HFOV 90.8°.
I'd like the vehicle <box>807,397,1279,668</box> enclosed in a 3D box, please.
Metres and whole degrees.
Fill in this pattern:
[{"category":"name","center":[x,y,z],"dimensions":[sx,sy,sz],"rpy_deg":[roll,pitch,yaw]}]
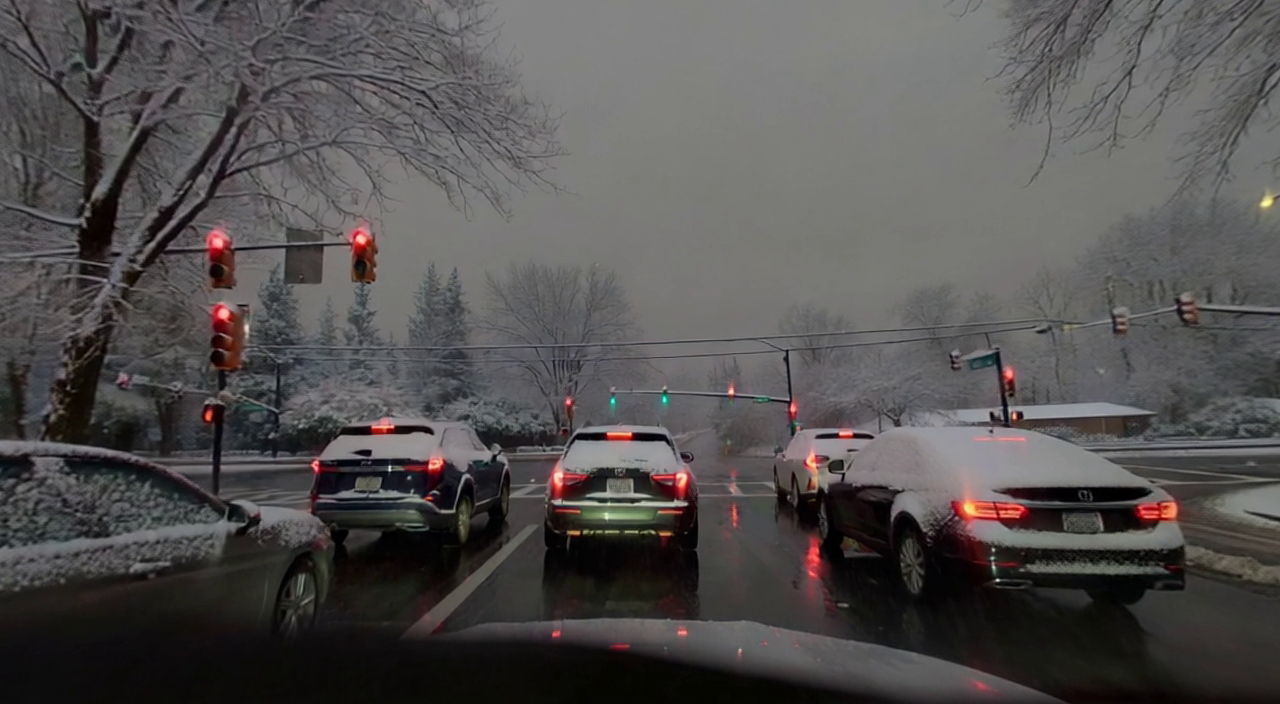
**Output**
[{"category":"vehicle","center":[3.247,1.443,6.199],"dimensions":[2.006,1.659,4.462],"rpy_deg":[0,-8,1]}]

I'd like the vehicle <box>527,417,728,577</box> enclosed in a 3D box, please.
[{"category":"vehicle","center":[-0.100,1.801,8.555],"dimensions":[2.106,1.655,3.717],"rpy_deg":[0,-8,1]}]

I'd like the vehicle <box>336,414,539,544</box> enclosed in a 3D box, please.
[{"category":"vehicle","center":[-3.213,2.115,11.157],"dimensions":[2.048,1.805,4.405],"rpy_deg":[0,-8,1]}]

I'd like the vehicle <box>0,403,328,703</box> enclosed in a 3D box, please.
[{"category":"vehicle","center":[-3.346,0.947,2.363],"dimensions":[1.863,1.495,4.667],"rpy_deg":[0,-8,2]}]
